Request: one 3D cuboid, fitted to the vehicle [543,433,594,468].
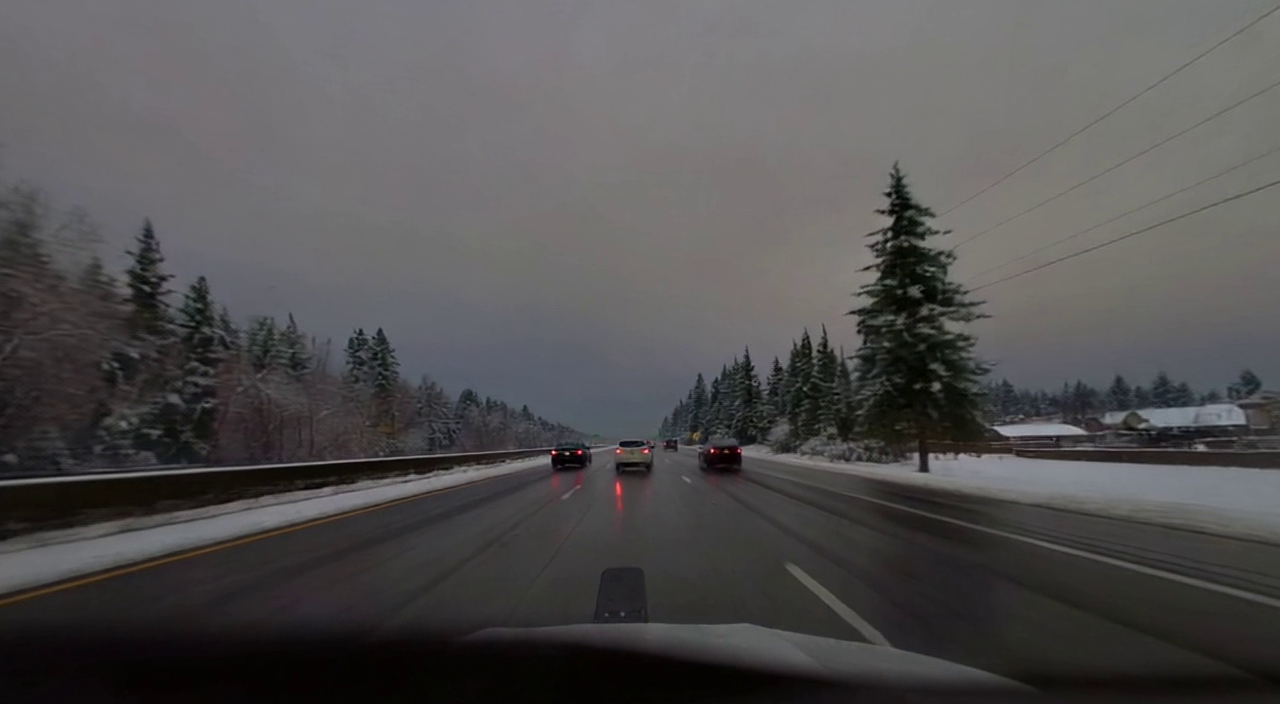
[{"bbox_3d":[-3.857,5.430,34.904,2.217,1.773,4.553,0,-8,1],"label":"vehicle"}]

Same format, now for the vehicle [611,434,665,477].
[{"bbox_3d":[-0.059,4.230,26.120,2.049,1.620,4.153,0,-8,1],"label":"vehicle"}]

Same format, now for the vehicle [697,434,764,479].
[{"bbox_3d":[3.448,4.047,24.694,1.996,1.579,3.841,0,-8,-1],"label":"vehicle"}]
